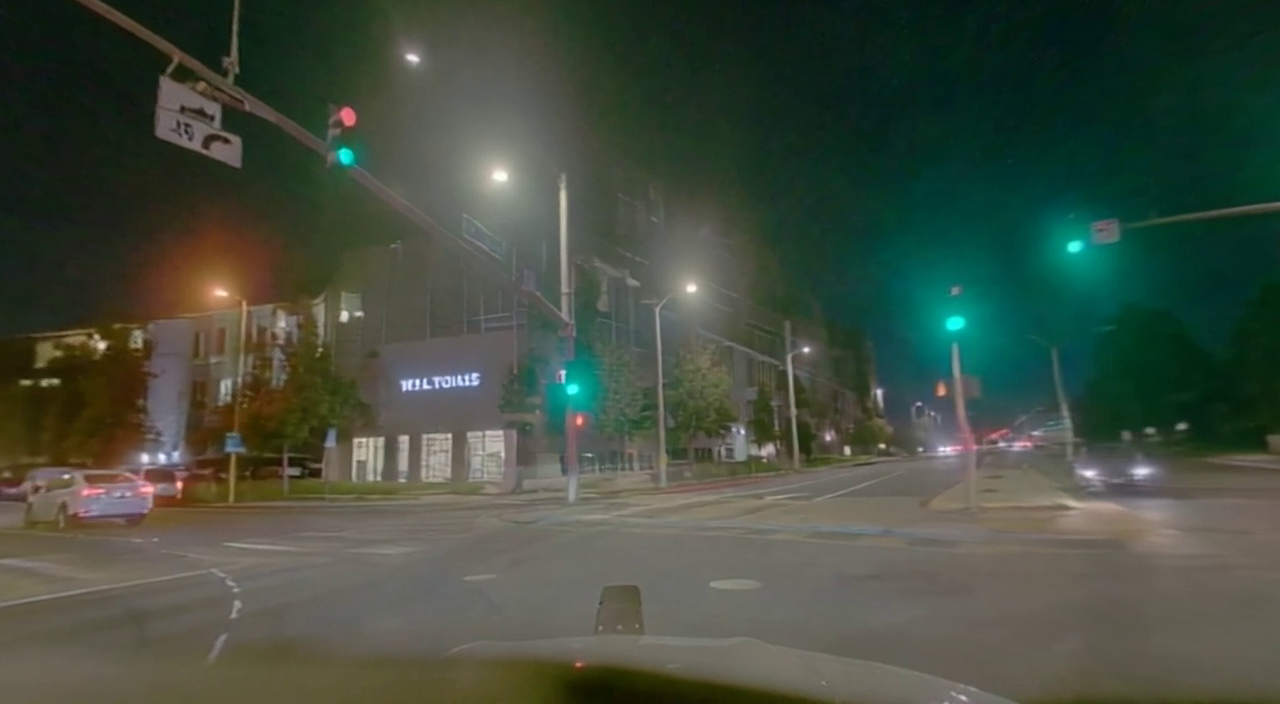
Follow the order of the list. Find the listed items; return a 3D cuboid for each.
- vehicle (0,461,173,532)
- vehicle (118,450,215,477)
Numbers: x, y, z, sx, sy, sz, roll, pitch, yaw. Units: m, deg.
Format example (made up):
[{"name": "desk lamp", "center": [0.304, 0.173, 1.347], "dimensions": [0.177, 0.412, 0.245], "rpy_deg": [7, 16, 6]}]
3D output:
[{"name": "vehicle", "center": [-15.419, 3.884, 17.513], "dimensions": [4.312, 1.642, 2.197], "rpy_deg": [-5, -10, 28]}, {"name": "vehicle", "center": [-33.007, 7.739, 44.187], "dimensions": [2.189, 1.737, 4.851], "rpy_deg": [-4, -9, 23]}]
